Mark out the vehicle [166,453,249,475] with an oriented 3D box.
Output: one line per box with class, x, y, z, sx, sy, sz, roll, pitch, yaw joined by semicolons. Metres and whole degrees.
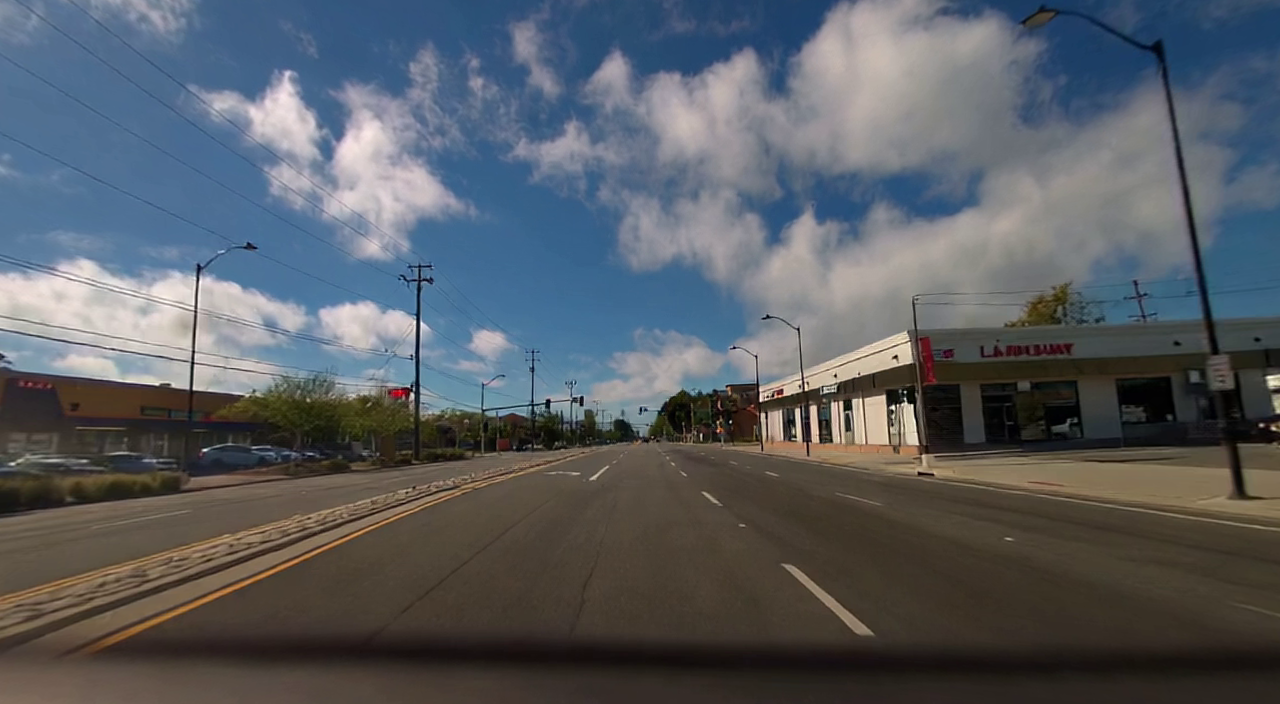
vehicle;-29.854;7.734;43.561;4.417;1.449;1.887;0;-8;3
